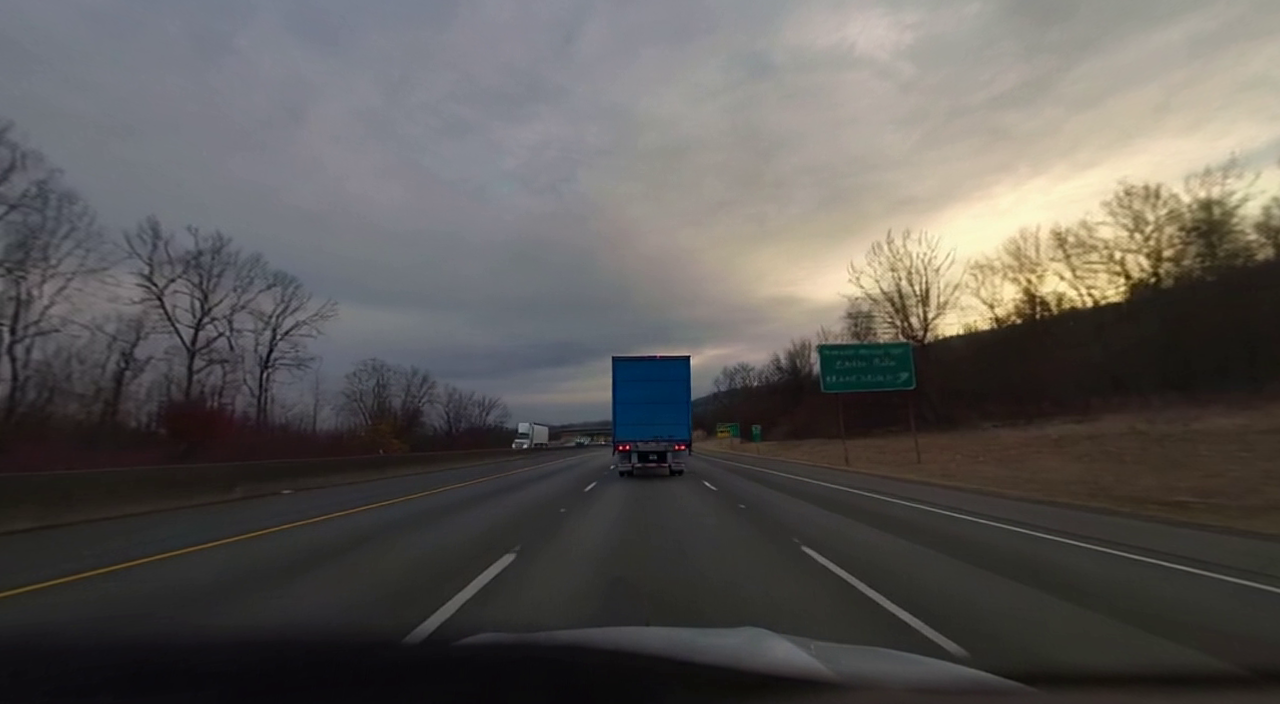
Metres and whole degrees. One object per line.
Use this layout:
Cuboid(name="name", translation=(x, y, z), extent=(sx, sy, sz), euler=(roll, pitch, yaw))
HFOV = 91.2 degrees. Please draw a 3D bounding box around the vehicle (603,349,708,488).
Cuboid(name="vehicle", translation=(0.458, 2.675, 23.519), extent=(3.010, 4.039, 10.481), euler=(0, -8, 0))
